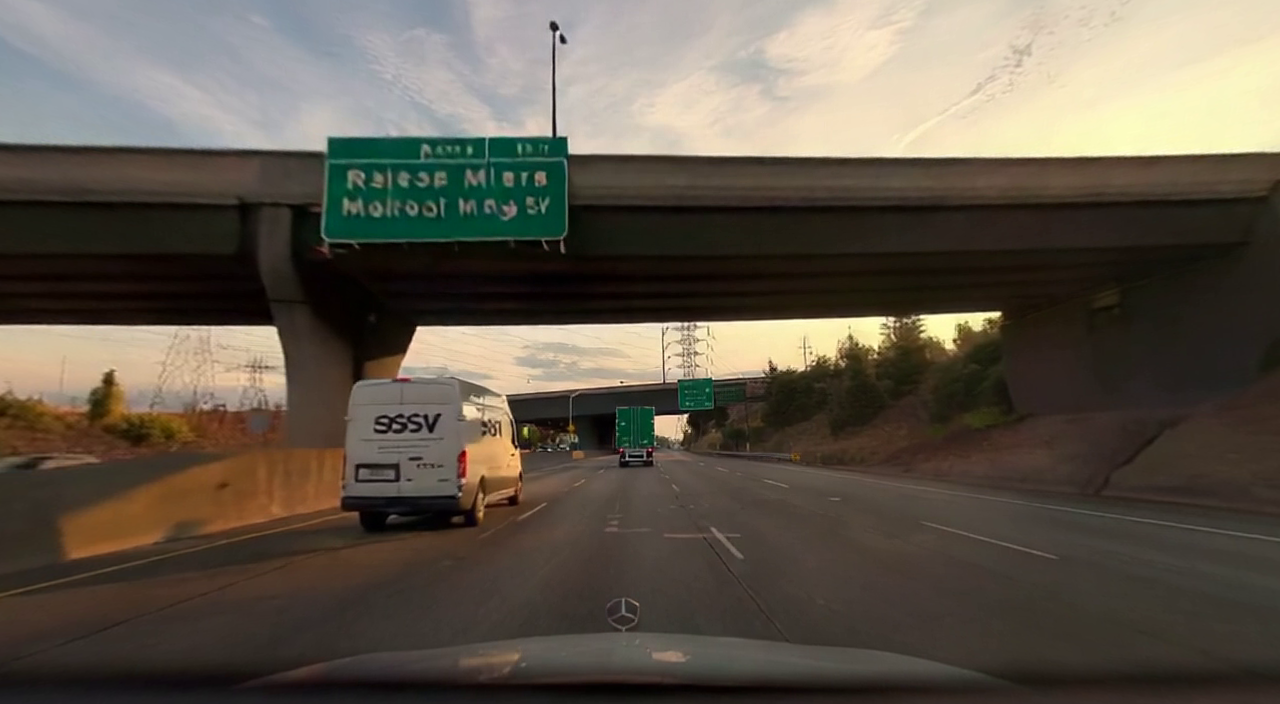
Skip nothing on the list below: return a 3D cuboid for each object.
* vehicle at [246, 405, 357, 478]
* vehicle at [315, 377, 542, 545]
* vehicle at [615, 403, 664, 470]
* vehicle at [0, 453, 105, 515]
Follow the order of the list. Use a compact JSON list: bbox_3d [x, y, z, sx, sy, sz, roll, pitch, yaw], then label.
[{"bbox_3d":[-19.639,5.287,36.981,3.143,3.926,5.850,0,-9,0],"label":"vehicle"},{"bbox_3d":[-3.420,1.944,11.684,2.404,2.371,5.310,0,-9,-1],"label":"vehicle"},{"bbox_3d":[-0.126,6.119,44.786,3.025,4.002,12.709,0,-9,-1],"label":"vehicle"},{"bbox_3d":[-15.789,3.256,15.709,1.689,1.428,3.501,0,-9,0],"label":"vehicle"}]
